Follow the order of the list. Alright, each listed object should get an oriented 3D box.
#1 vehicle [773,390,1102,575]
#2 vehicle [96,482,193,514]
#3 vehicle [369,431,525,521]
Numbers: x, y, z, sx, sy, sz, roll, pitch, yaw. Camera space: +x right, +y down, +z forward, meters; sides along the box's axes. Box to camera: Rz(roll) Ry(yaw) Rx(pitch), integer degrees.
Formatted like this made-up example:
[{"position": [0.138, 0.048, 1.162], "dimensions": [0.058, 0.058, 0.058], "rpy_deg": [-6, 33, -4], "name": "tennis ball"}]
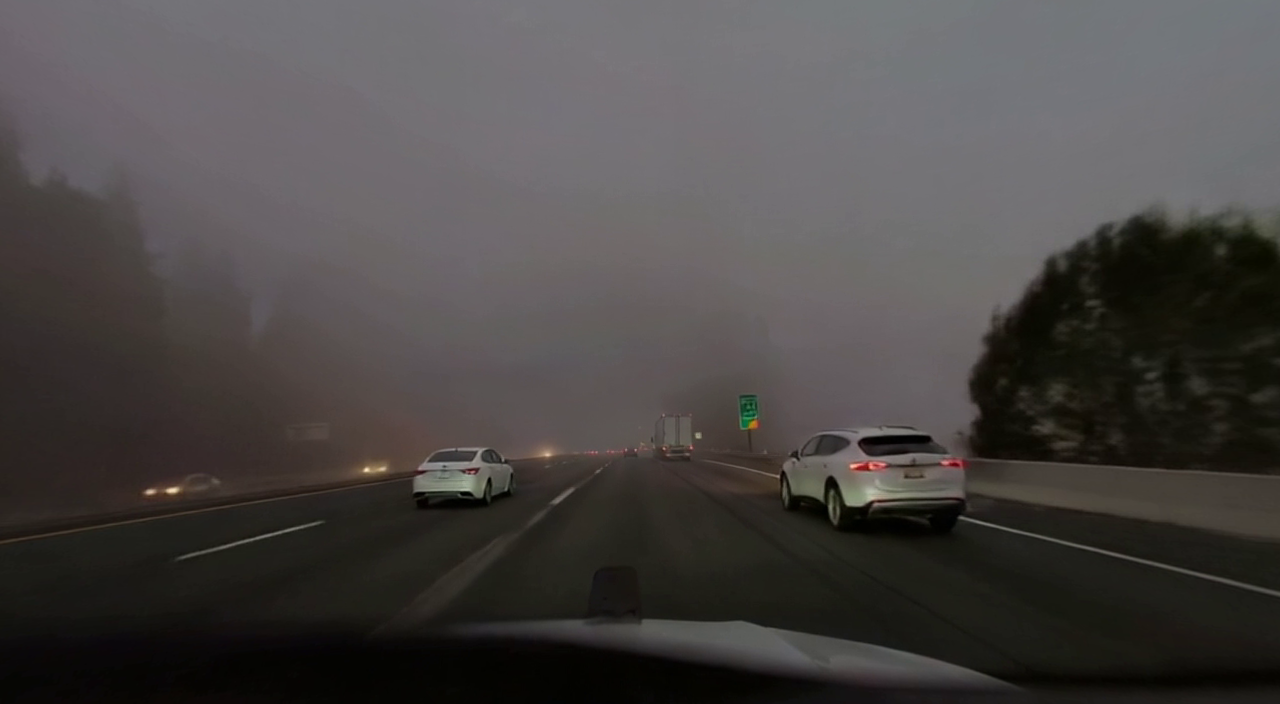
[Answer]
[{"position": [3.342, 1.581, 8.374], "dimensions": [2.065, 1.760, 4.488], "rpy_deg": [0, -8, -1], "name": "vehicle"}, {"position": [-28.982, 8.533, 37.168], "dimensions": [1.938, 1.481, 4.729], "rpy_deg": [0, -8, 0], "name": "vehicle"}, {"position": [-3.921, 2.596, 13.853], "dimensions": [1.903, 1.607, 4.770], "rpy_deg": [0, -8, 0], "name": "vehicle"}]
